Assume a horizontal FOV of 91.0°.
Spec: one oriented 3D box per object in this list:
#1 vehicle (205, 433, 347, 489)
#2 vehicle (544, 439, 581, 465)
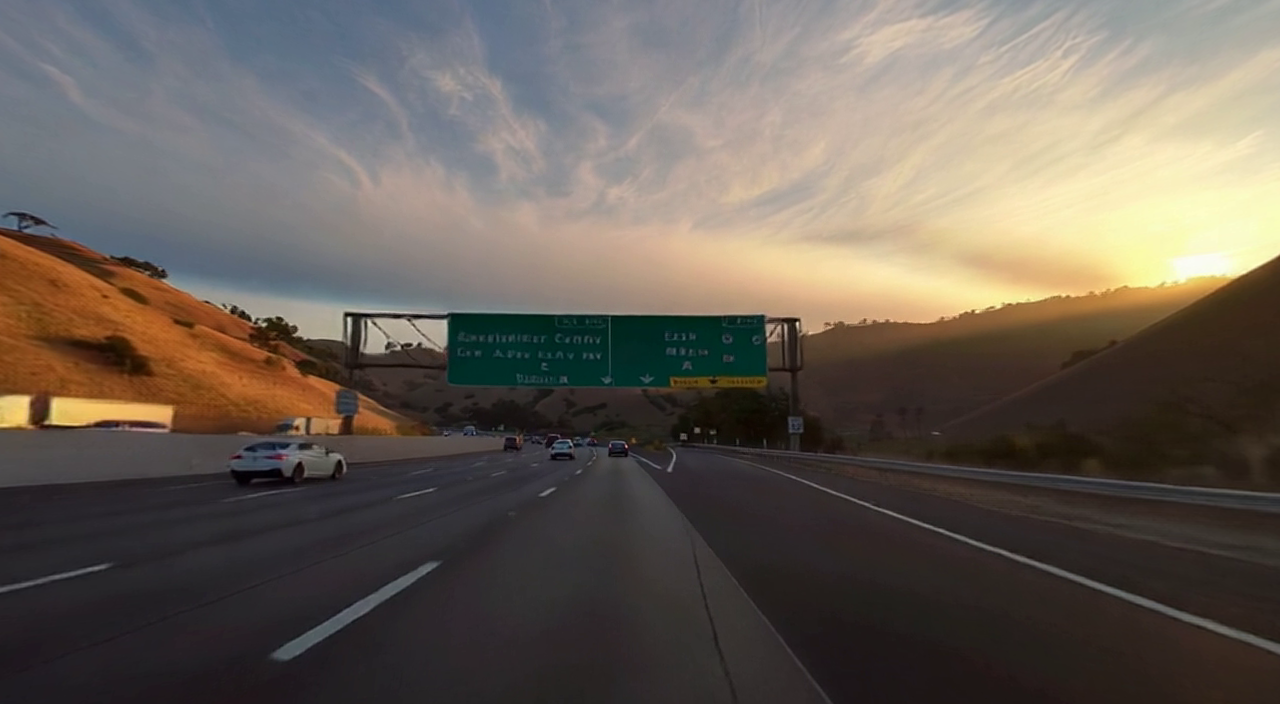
[{"bbox_3d":[-11.783,3.550,20.819,2.047,1.645,4.451,0,-8,-1],"label":"vehicle"},{"bbox_3d":[-5.142,6.691,42.210,2.060,1.631,4.214,0,-9,-1],"label":"vehicle"}]
